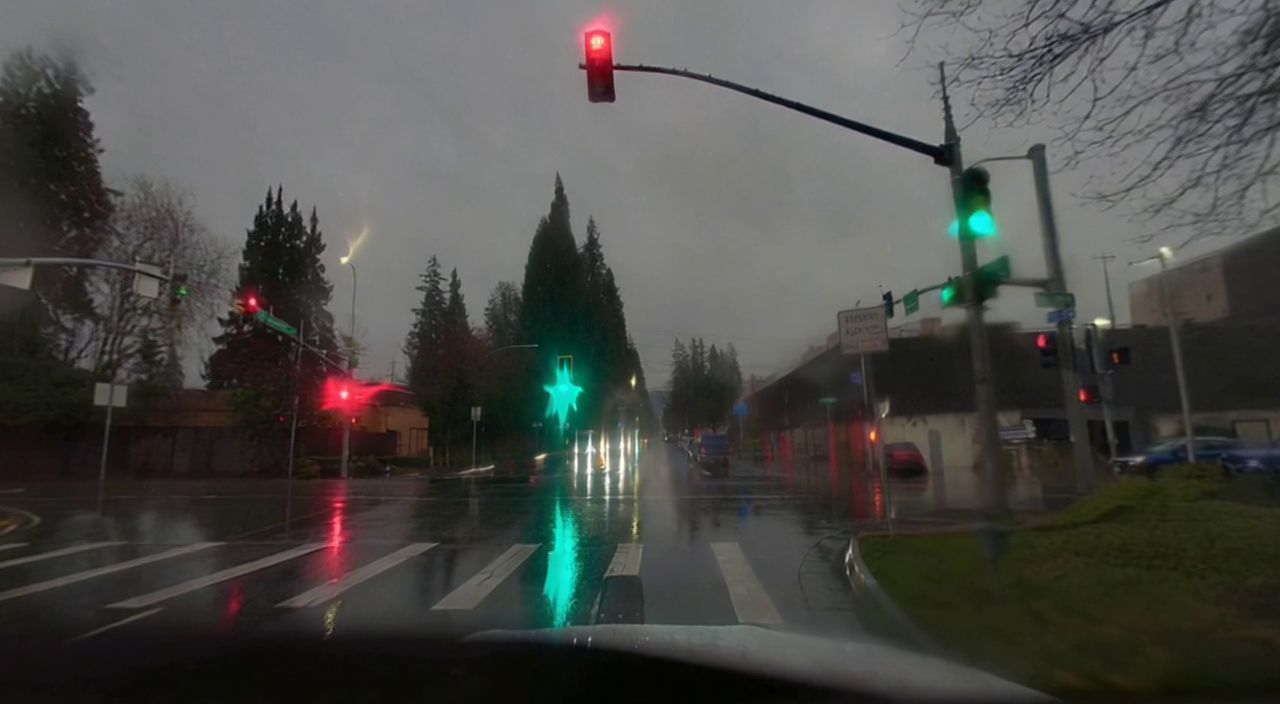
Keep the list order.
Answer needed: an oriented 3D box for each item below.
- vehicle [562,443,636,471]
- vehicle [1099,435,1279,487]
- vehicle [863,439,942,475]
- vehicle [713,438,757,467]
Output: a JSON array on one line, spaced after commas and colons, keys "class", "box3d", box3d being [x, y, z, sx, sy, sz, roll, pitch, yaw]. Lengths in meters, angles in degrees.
[{"class": "vehicle", "box3d": [-2.453, 6.201, 37.465, 3.991, 1.526, 1.868, -5, -9, 31]}, {"class": "vehicle", "box3d": [16.808, 3.332, 19.421, 3.876, 1.512, 1.784, 0, -8, -1]}, {"class": "vehicle", "box3d": [12.422, 5.051, 30.110, 1.922, 1.529, 3.964, 0, -12, -1]}, {"class": "vehicle", "box3d": [6.886, 7.292, 46.017, 1.491, 2.041, 2.964, 6, -10, -34]}]
